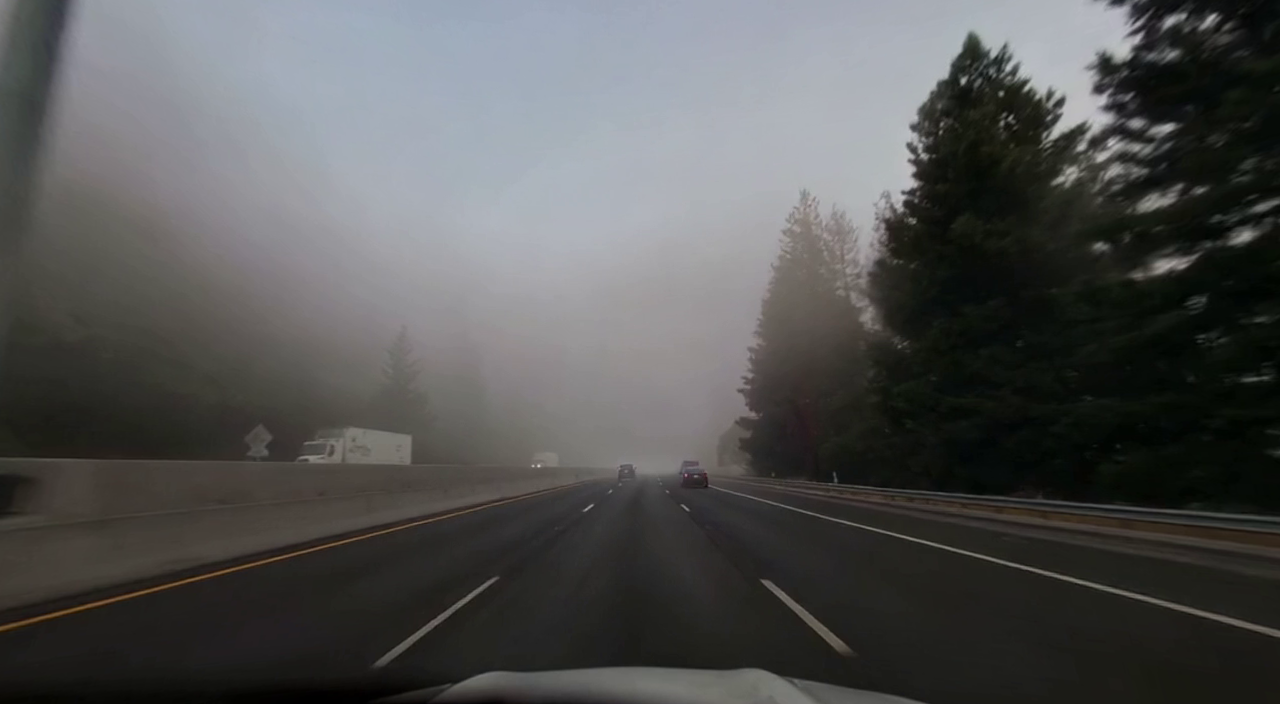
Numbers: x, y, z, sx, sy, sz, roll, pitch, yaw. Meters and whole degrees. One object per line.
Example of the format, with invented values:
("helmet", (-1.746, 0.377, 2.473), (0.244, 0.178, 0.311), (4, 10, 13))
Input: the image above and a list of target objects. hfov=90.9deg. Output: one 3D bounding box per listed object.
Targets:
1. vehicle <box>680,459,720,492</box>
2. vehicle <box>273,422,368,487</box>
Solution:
("vehicle", (3.696, 7.777, 39.778), (2.093, 1.933, 4.623), (1, -10, 0))
("vehicle", (-21.374, 6.973, 42.611), (3.009, 4.001, 5.877), (1, -10, 2))
